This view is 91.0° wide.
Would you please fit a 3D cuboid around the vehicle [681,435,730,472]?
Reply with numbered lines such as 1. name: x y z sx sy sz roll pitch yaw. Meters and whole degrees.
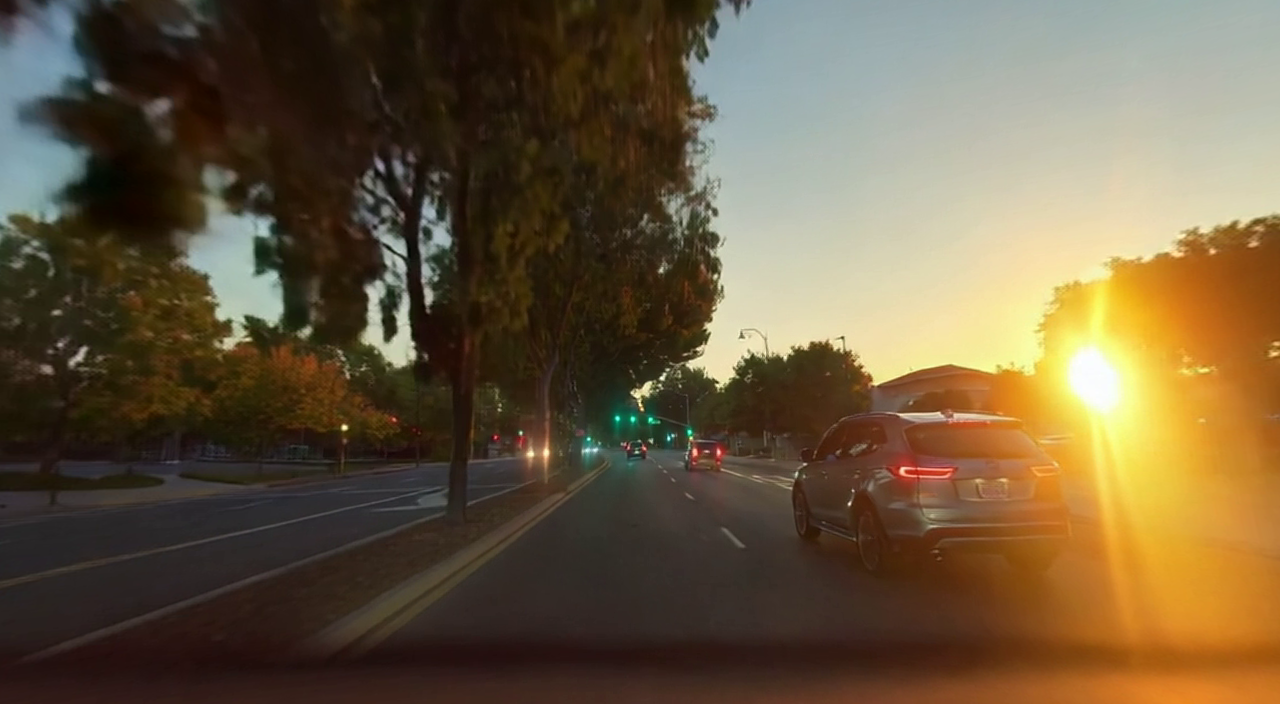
1. vehicle: 3.486 5.513 34.432 2.085 1.828 5.383 0 -8 0

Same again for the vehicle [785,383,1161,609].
1. vehicle: 3.276 1.518 7.481 2.033 1.865 4.360 0 -8 0

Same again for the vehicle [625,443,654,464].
1. vehicle: -0.026 7.576 47.171 2.131 1.474 4.146 0 -8 0
